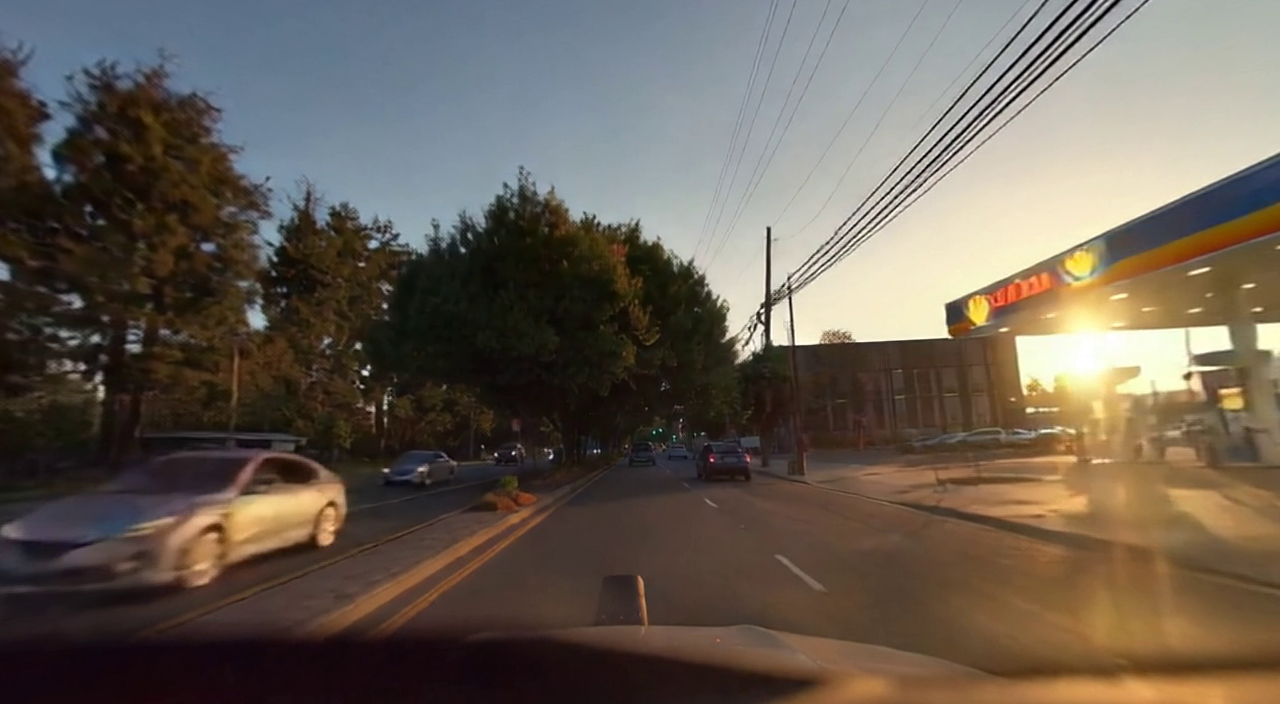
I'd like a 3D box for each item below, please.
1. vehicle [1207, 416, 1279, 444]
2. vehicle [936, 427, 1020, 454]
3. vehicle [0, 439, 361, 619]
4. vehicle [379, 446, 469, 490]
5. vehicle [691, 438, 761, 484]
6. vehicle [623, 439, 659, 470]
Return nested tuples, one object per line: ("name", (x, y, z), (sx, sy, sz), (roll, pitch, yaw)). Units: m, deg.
("vehicle", (43.129, 5.547, 44.834), (2.150, 1.588, 3.729), (3, -13, -38))
("vehicle", (23.129, 6.114, 43.497), (2.187, 1.757, 4.663), (3, -9, -22))
("vehicle", (-4.931, 1.788, 7.242), (1.816, 1.484, 3.629), (-1, -9, 0))
("vehicle", (-8.343, 4.493, 24.866), (1.953, 1.470, 4.522), (-2, -9, 0))
("vehicle", (3.232, 4.230, 24.730), (1.990, 1.592, 4.294), (-1, -9, -2))
("vehicle", (0.046, 6.429, 39.755), (2.163, 1.825, 4.073), (-1, -9, -1))
